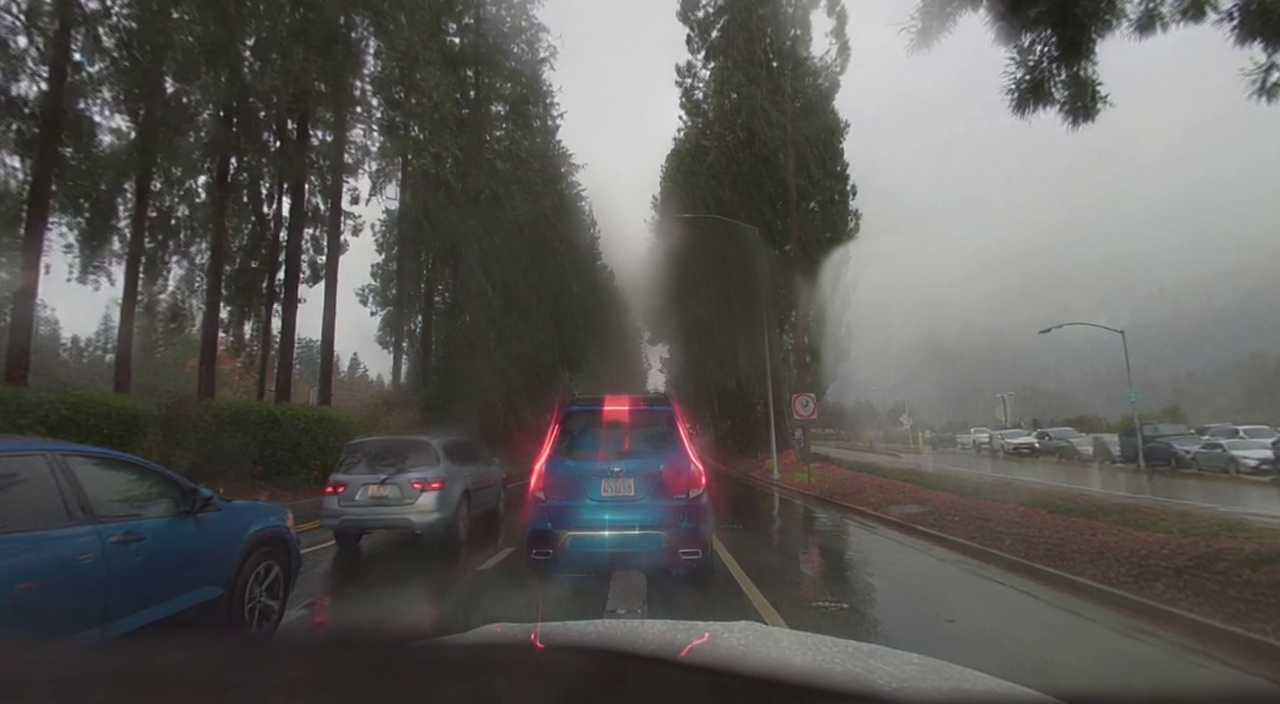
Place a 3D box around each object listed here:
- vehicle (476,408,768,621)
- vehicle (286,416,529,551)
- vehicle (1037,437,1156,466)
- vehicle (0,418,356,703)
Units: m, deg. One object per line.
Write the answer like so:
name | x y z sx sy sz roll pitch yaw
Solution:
vehicle | -0.039 1.524 6.838 2.229 1.591 3.897 -1 -8 3
vehicle | -3.462 2.063 10.648 2.188 1.745 4.618 0 -8 2
vehicle | 28.470 6.208 39.476 5.955 1.702 2.166 1 -8 -6
vehicle | -3.684 1.161 3.637 1.922 1.464 4.424 0 -8 2
